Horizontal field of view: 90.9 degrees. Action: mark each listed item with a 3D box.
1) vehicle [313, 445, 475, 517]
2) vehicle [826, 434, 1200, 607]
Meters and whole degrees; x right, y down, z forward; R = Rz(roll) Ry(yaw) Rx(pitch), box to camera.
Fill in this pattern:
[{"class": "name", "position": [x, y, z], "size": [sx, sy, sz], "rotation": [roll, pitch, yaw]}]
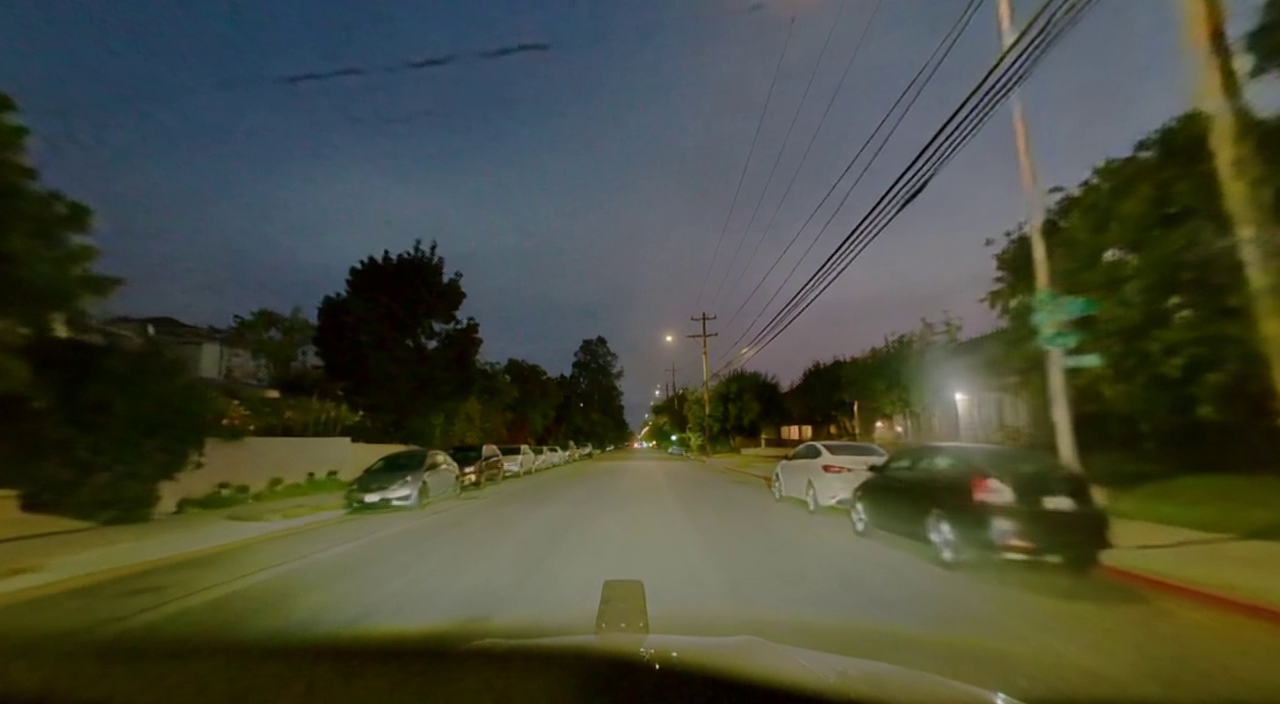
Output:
[{"class": "vehicle", "position": [-6.041, 3.187, 16.288], "size": [2.231, 1.492, 4.727], "rotation": [1, -8, 0]}, {"class": "vehicle", "position": [3.783, 1.740, 7.476], "size": [1.851, 1.438, 4.177], "rotation": [0, -8, 0]}]
